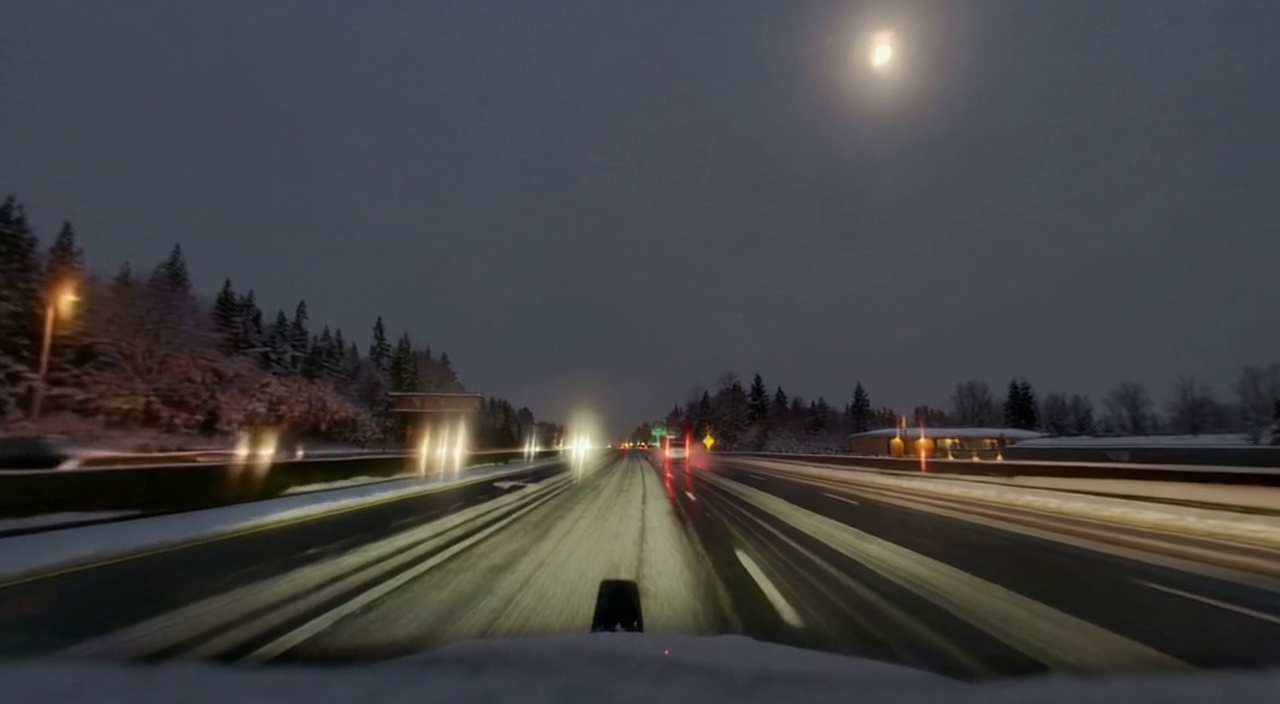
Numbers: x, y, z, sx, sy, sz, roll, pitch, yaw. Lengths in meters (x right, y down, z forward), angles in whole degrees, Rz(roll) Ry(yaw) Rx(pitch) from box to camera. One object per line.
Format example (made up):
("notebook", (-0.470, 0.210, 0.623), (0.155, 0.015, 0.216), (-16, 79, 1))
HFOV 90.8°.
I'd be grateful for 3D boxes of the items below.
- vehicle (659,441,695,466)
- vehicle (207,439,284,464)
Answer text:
("vehicle", (2.580, 7.223, 45.176), (2.127, 1.692, 4.382), (0, -9, -2))
("vehicle", (-25.363, 6.408, 40.852), (1.902, 1.514, 4.866), (0, -9, 0))
